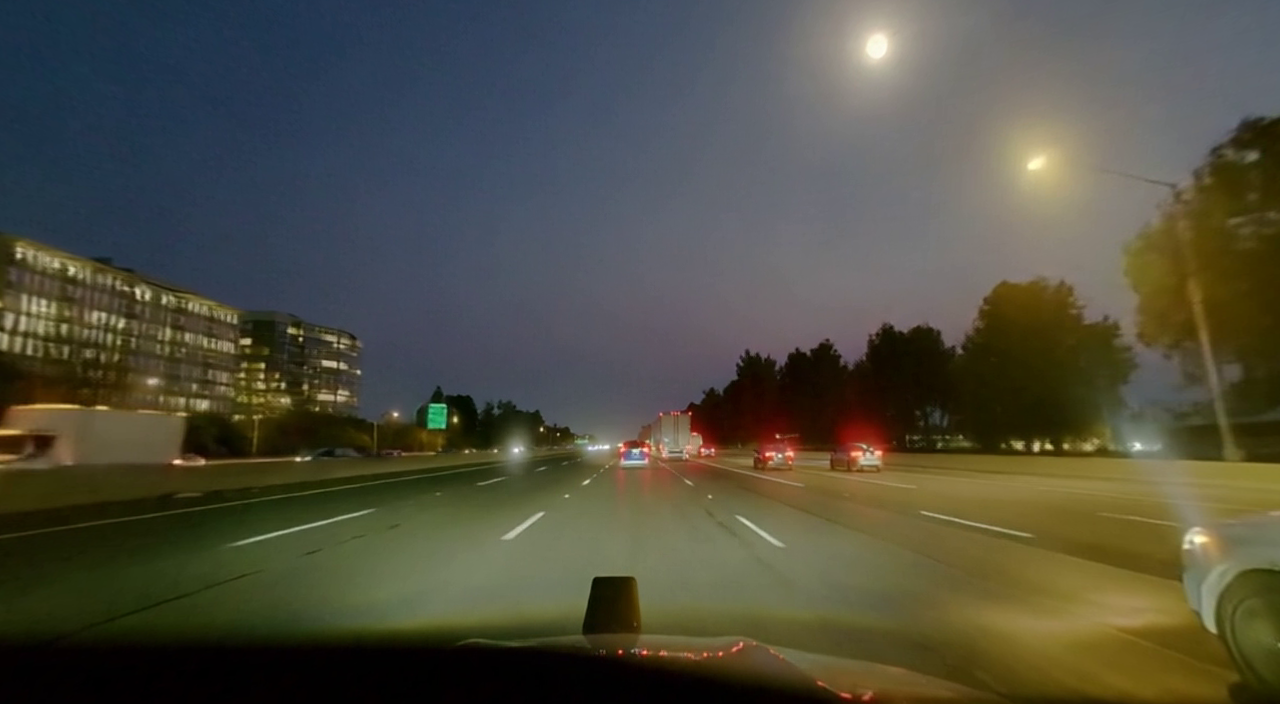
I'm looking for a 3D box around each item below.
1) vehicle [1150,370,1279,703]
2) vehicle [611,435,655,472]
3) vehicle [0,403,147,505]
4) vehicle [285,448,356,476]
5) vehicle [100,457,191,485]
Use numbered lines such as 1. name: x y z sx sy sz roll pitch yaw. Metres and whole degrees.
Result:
1. vehicle: 3.527 0.635 0.894 1.950 1.596 4.326 0 -8 0
2. vehicle: -0.416 5.688 35.685 2.297 1.912 4.355 0 -8 -1
3. vehicle: -17.887 2.887 18.002 2.255 2.648 6.640 0 -8 0
4. vehicle: -18.822 6.448 37.450 1.889 1.525 4.375 0 -8 0
5. vehicle: -29.677 7.147 38.110 1.790 1.448 4.697 0 -8 -1
